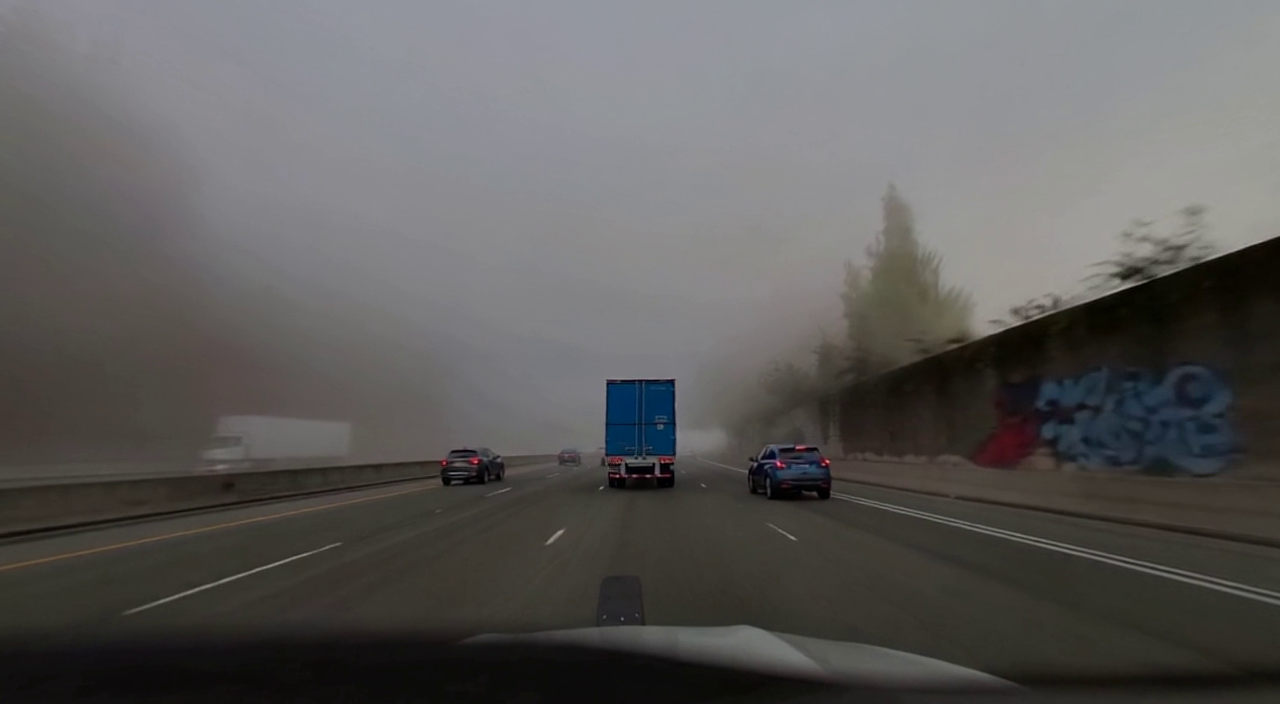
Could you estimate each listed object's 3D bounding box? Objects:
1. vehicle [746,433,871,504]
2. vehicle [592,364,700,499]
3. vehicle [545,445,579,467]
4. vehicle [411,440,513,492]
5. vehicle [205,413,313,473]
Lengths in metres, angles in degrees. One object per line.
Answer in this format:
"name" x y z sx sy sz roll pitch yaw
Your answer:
"vehicle" 4.447 3.160 17.453 2.205 1.689 4.403 0 -9 0
"vehicle" 0.057 2.910 22.033 2.915 3.661 9.741 0 -9 -1
"vehicle" -5.913 7.918 48.162 2.005 1.607 4.042 0 -9 1
"vehicle" -6.273 4.068 22.884 2.134 1.662 4.851 -1 -9 2
"vehicle" -24.630 6.008 41.181 2.951 3.577 6.186 -1 -9 2
